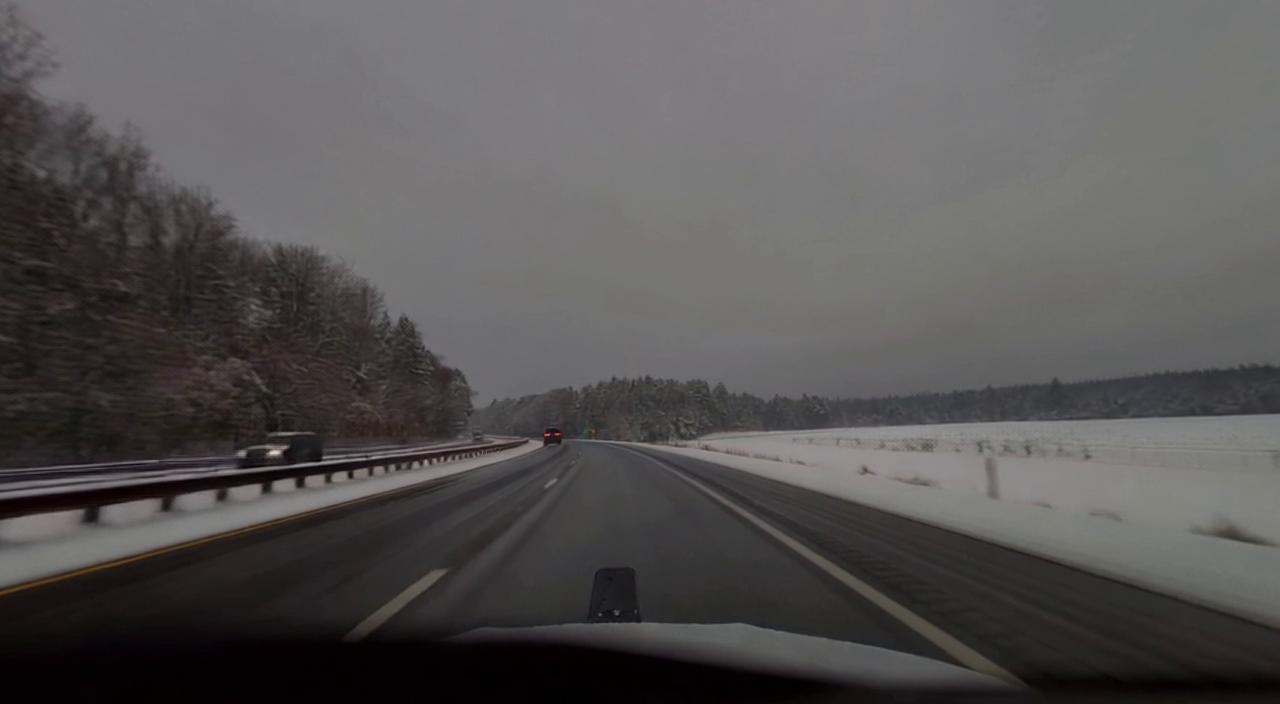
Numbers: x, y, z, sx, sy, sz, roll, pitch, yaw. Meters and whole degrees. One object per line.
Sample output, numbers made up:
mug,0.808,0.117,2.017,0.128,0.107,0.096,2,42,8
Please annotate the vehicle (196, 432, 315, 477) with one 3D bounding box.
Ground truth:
vehicle,-15.008,4.004,24.935,2.206,1.596,4.262,0,-8,-4
